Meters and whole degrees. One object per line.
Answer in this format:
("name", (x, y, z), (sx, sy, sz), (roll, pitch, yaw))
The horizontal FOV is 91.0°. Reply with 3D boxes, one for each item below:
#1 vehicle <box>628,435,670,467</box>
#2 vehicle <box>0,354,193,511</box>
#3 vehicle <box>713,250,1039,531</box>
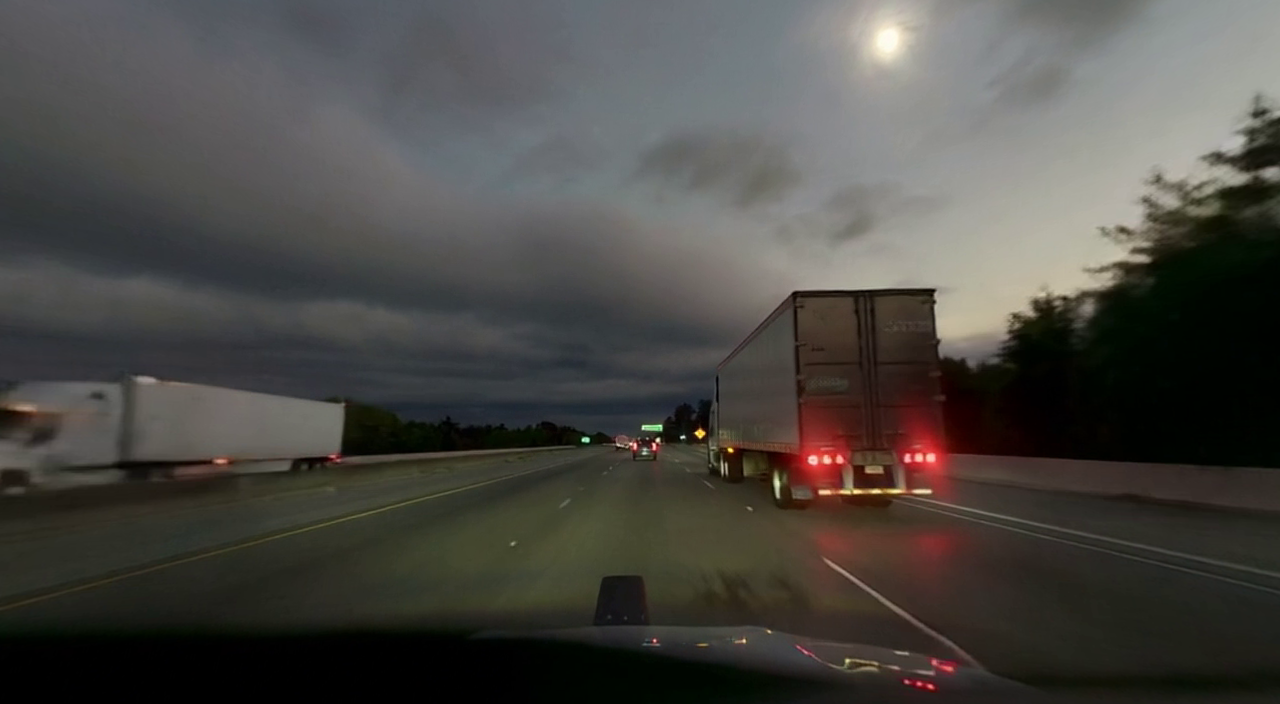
("vehicle", (0.429, 5.434, 34.716), (2.139, 1.607, 4.034), (0, -8, -1))
("vehicle", (-18.849, 2.631, 20.398), (3.210, 4.212, 7.175), (0, -8, 0))
("vehicle", (4.225, 1.495, 16.321), (3.005, 4.131, 14.221), (0, -8, 0))
